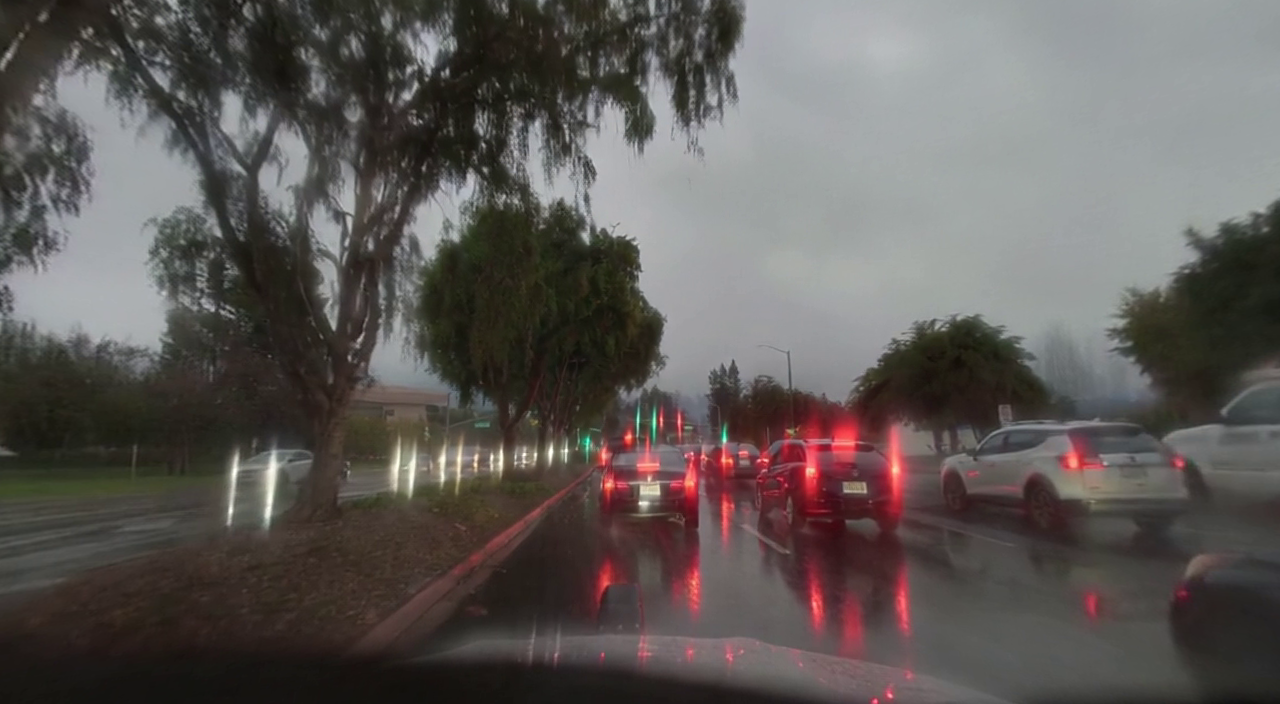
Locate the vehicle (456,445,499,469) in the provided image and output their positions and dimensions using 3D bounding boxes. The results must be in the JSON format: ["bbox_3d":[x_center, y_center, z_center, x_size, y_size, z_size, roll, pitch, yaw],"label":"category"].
[{"bbox_3d":[-11.907,7.698,46.675,1.980,1.675,4.581,0,-9,0],"label":"vehicle"}]

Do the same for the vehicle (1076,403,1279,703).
[{"bbox_3d":[3.480,0.760,1.241,1.959,1.472,4.571,0,-9,0],"label":"vehicle"}]

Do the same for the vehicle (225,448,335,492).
[{"bbox_3d":[-15.624,5.100,27.791,2.080,1.738,4.686,0,-9,0],"label":"vehicle"}]

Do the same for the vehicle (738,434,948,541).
[{"bbox_3d":[3.181,2.243,11.201,1.970,1.445,4.974,0,-9,-1],"label":"vehicle"}]

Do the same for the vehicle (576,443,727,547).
[{"bbox_3d":[0.088,2.197,10.427,1.990,1.347,4.067,0,-9,-2],"label":"vehicle"}]
